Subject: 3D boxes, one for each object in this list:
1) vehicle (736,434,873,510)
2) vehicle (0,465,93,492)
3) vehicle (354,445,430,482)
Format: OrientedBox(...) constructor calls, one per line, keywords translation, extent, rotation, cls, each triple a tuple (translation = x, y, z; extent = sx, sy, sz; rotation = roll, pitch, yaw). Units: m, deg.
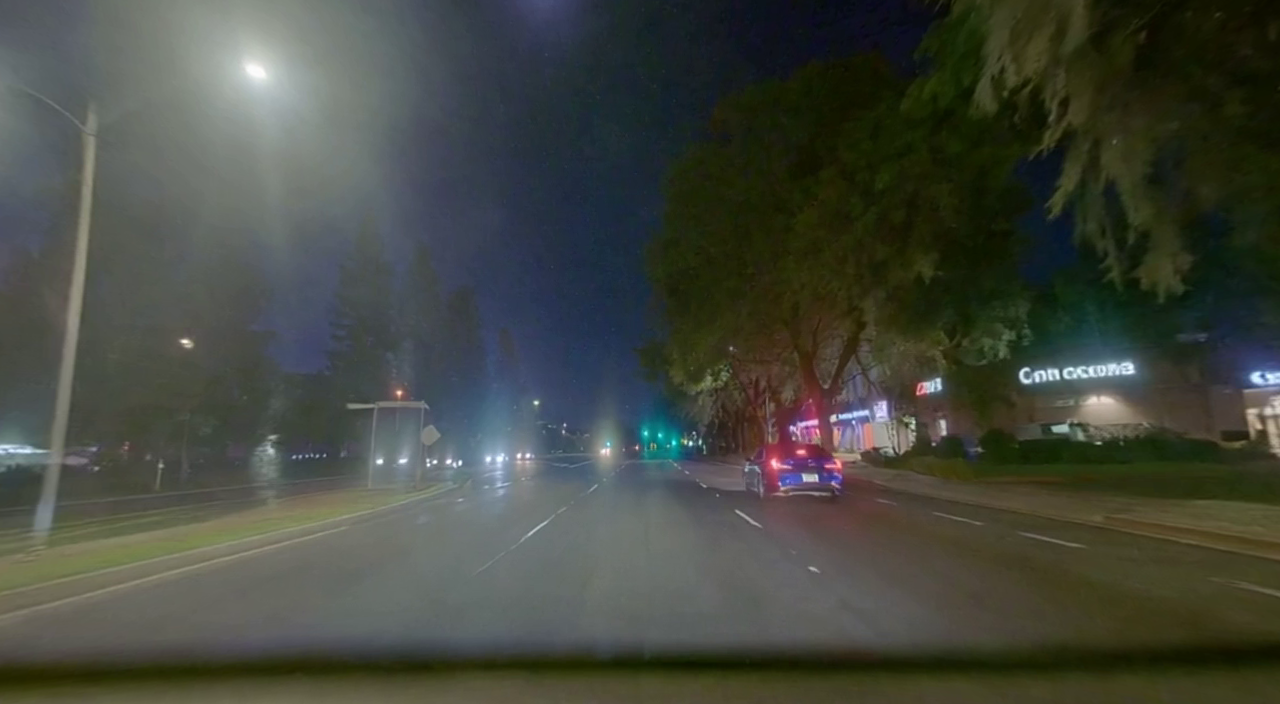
OrientedBox(translation=(3.544, 2.663, 14.519), extent=(1.977, 1.474, 4.399), rotation=(0, -8, 0), cls="vehicle")
OrientedBox(translation=(-36.316, 7.628, 38.076), extent=(4.625, 1.451, 1.942), rotation=(0, -8, 1), cls="vehicle")
OrientedBox(translation=(-12.432, 5.578, 31.914), extent=(1.975, 1.697, 4.265), rotation=(0, -8, 1), cls="vehicle")
